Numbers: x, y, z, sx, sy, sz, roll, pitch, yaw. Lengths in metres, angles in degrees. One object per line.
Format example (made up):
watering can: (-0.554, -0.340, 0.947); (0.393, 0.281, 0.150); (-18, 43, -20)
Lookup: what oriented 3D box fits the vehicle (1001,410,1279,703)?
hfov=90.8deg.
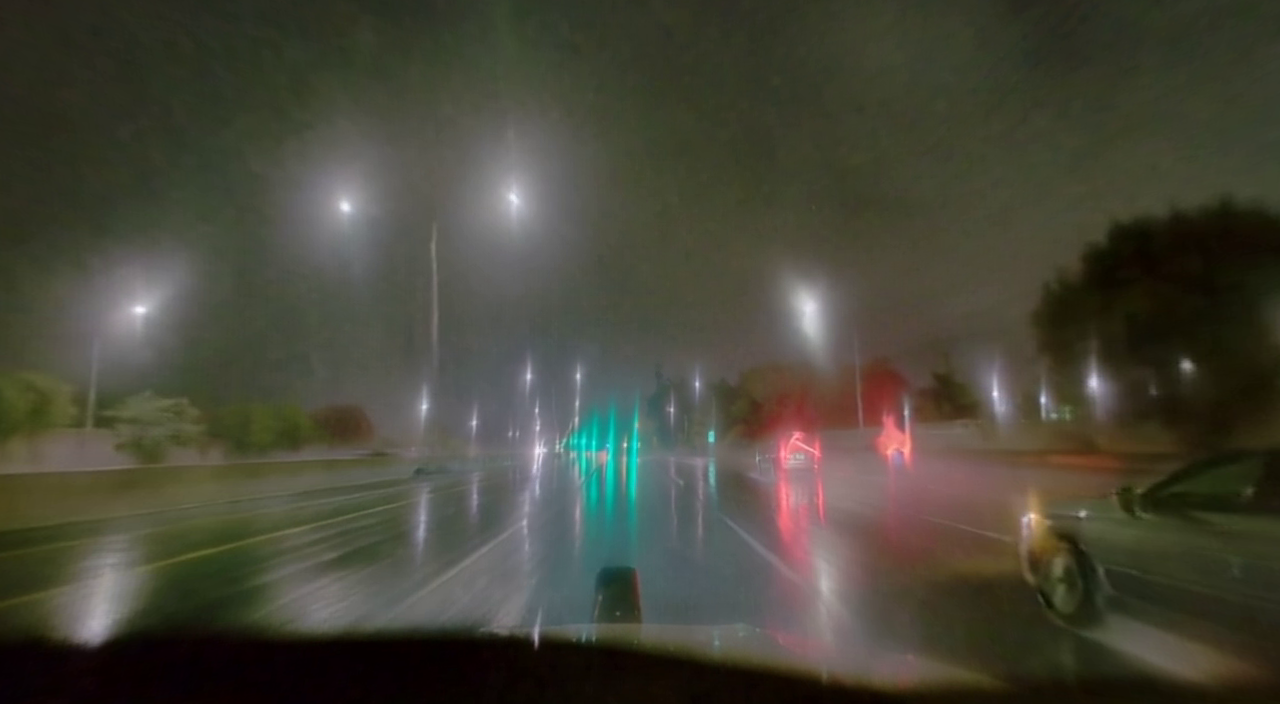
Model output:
vehicle: (3.852, 0.924, 2.243); (2.217, 1.477, 4.817); (0, -8, -1)
